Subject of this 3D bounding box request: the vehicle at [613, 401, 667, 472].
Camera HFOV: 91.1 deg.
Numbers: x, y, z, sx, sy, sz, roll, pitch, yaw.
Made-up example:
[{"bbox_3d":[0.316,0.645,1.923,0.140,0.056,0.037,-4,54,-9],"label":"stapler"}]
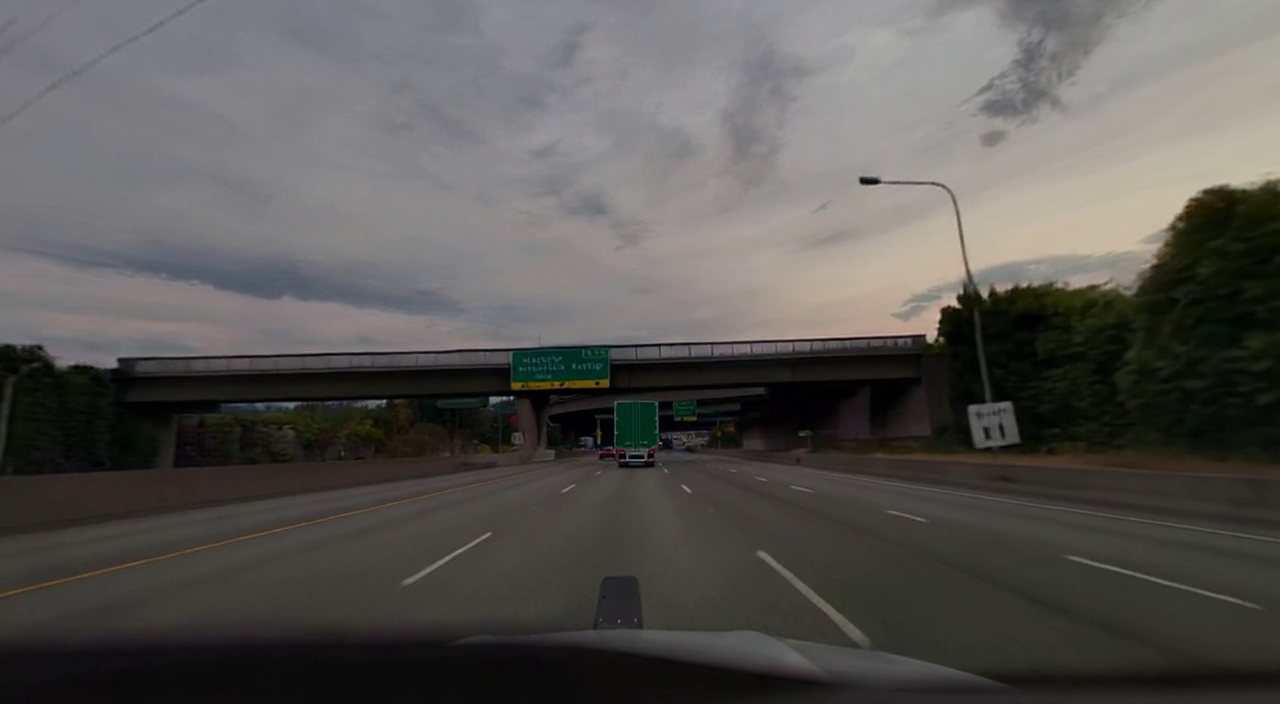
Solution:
[{"bbox_3d":[-0.122,5.753,42.149,3.025,4.002,12.709,0,-9,-1],"label":"vehicle"}]
